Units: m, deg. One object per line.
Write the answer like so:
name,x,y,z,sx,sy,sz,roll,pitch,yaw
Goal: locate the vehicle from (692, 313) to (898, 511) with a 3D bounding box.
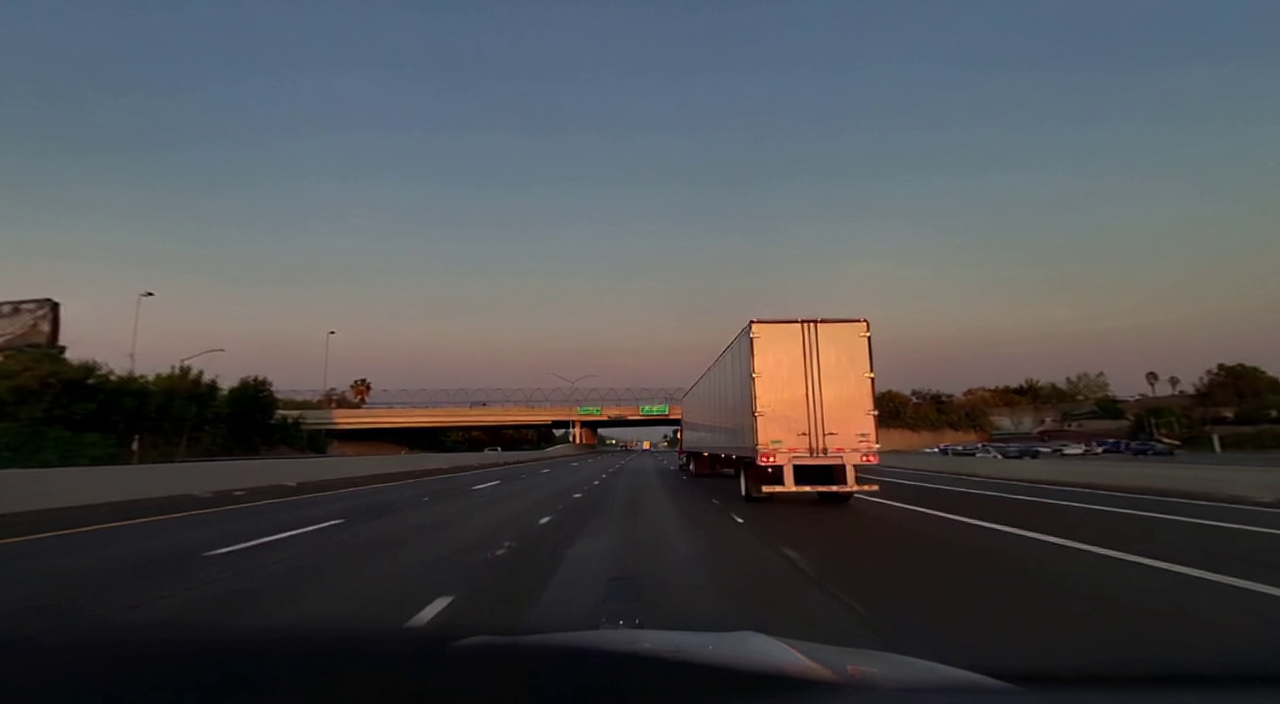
vehicle,3.868,2.412,21.178,2.949,4.149,16.046,0,-9,0
